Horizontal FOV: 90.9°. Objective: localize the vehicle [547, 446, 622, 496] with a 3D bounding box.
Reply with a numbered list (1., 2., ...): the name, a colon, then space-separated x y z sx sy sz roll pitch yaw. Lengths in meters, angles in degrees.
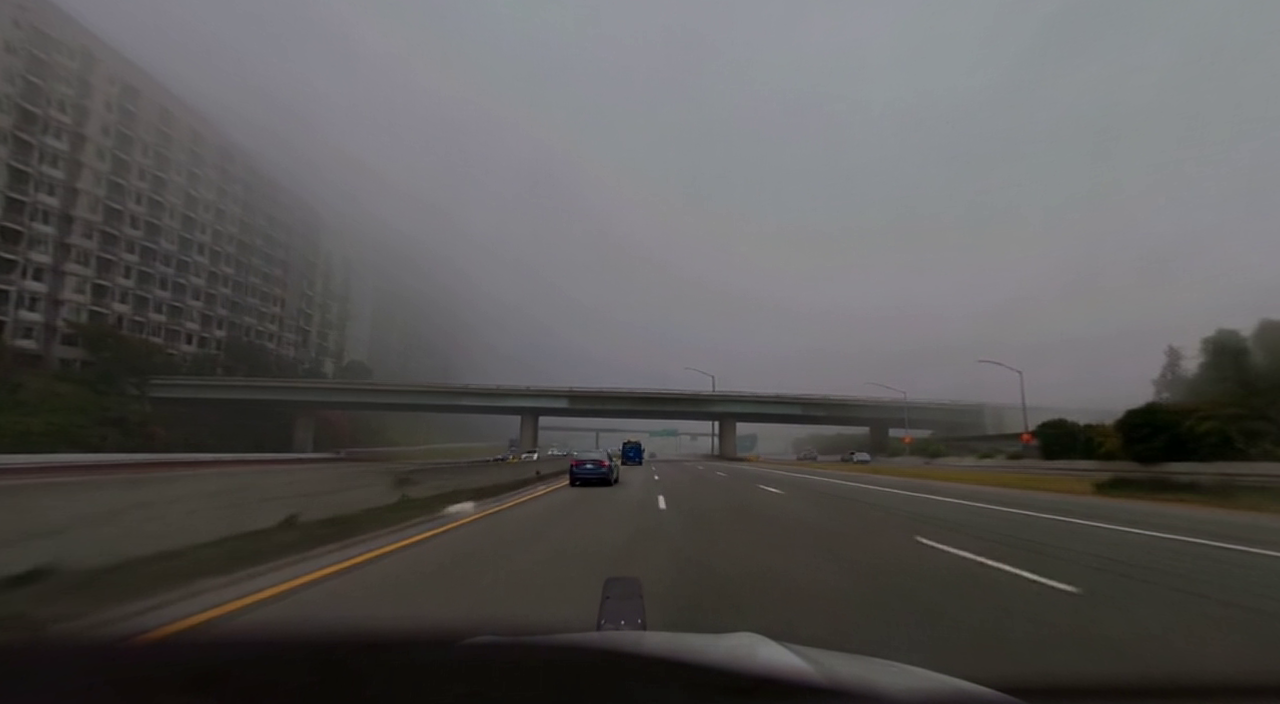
1. vehicle: -1.746 3.981 21.426 2.039 1.478 4.483 0 -9 2
